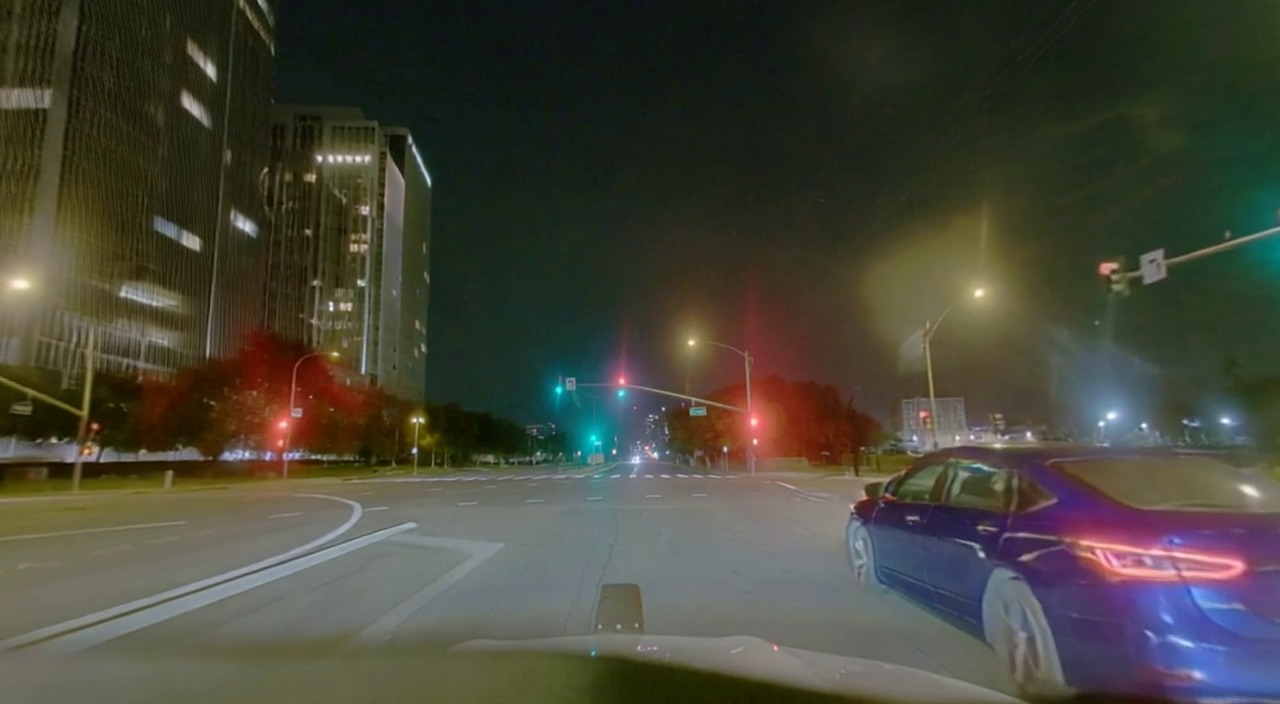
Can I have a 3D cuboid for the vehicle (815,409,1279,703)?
[{"bbox_3d":[3.143,1.356,4.952,2.089,1.539,4.767,0,-9,-1],"label":"vehicle"}]
